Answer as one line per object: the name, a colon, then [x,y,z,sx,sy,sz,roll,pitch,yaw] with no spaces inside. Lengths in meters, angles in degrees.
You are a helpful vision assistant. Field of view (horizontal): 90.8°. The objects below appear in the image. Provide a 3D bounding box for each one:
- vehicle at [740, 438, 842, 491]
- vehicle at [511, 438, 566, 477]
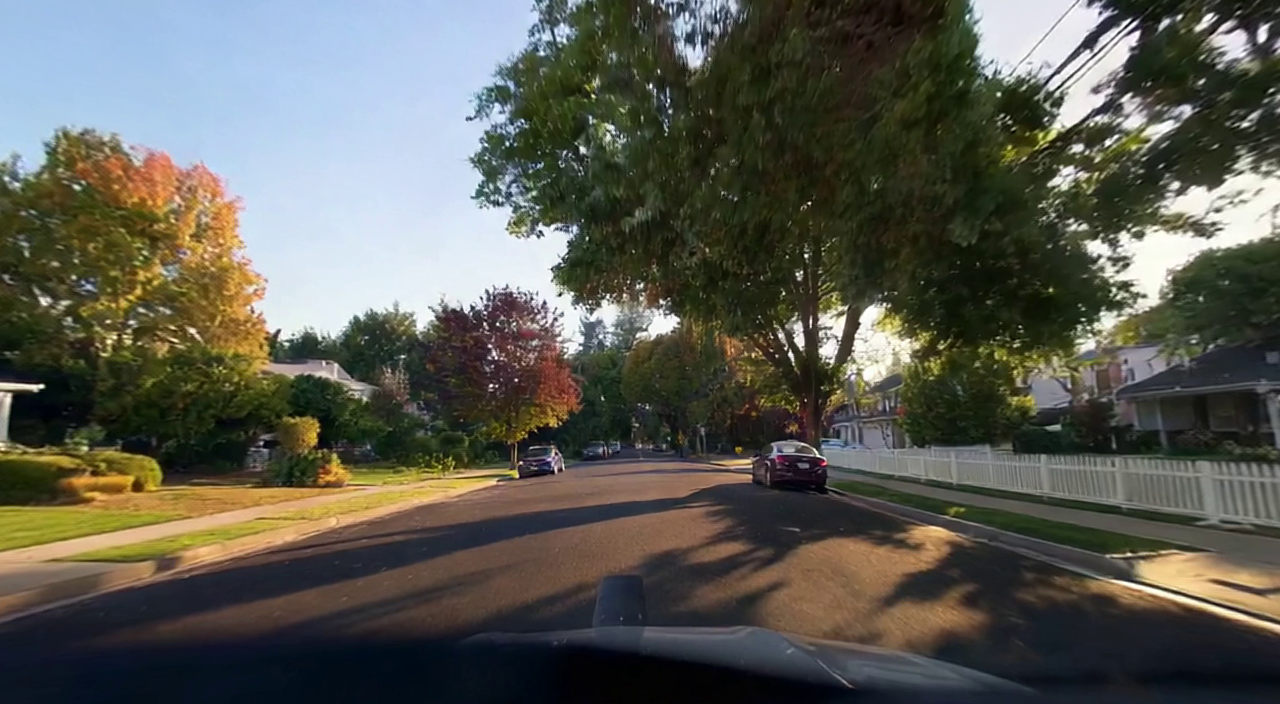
vehicle: [4.806,3.638,20.823,2.170,1.549,4.178,0,-8,-2]
vehicle: [-5.069,5.284,32.096,1.970,1.666,4.223,-3,-7,1]
